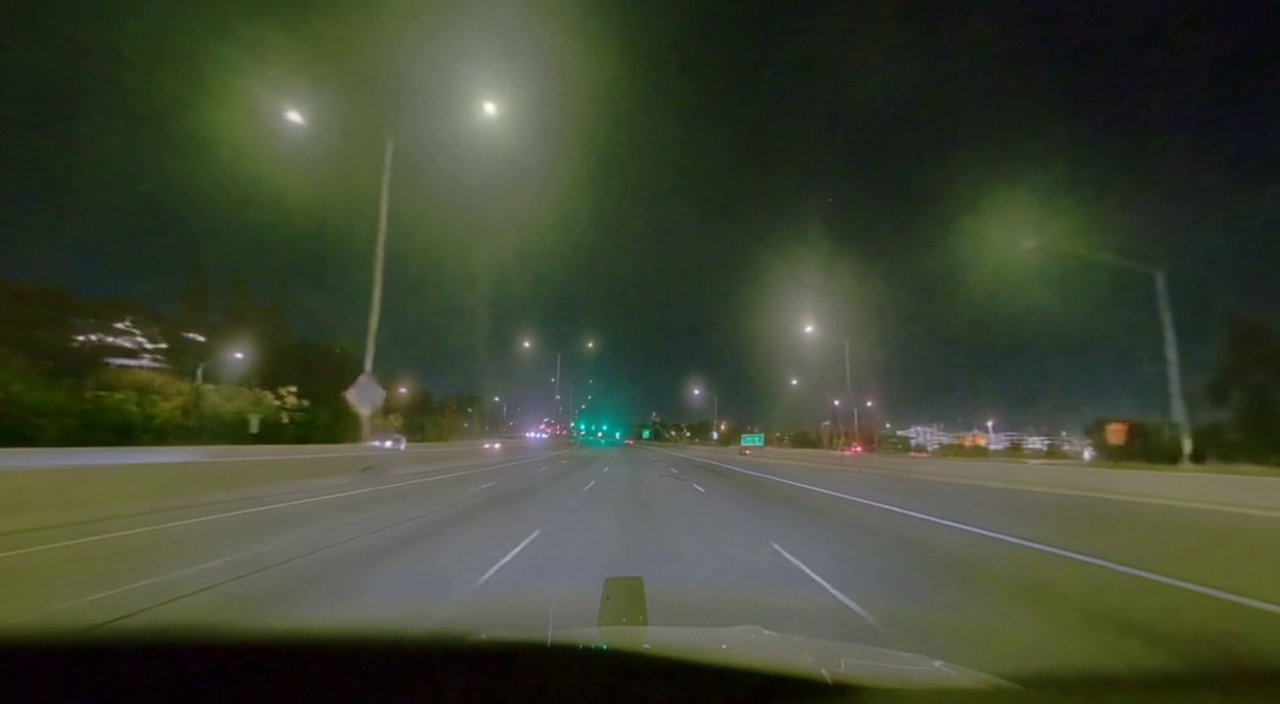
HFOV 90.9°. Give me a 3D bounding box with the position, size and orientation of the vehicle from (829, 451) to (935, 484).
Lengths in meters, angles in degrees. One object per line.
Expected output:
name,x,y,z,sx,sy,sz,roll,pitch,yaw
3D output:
vehicle,9.348,4.490,24.801,2.635,1.057,4.249,1,-8,2
